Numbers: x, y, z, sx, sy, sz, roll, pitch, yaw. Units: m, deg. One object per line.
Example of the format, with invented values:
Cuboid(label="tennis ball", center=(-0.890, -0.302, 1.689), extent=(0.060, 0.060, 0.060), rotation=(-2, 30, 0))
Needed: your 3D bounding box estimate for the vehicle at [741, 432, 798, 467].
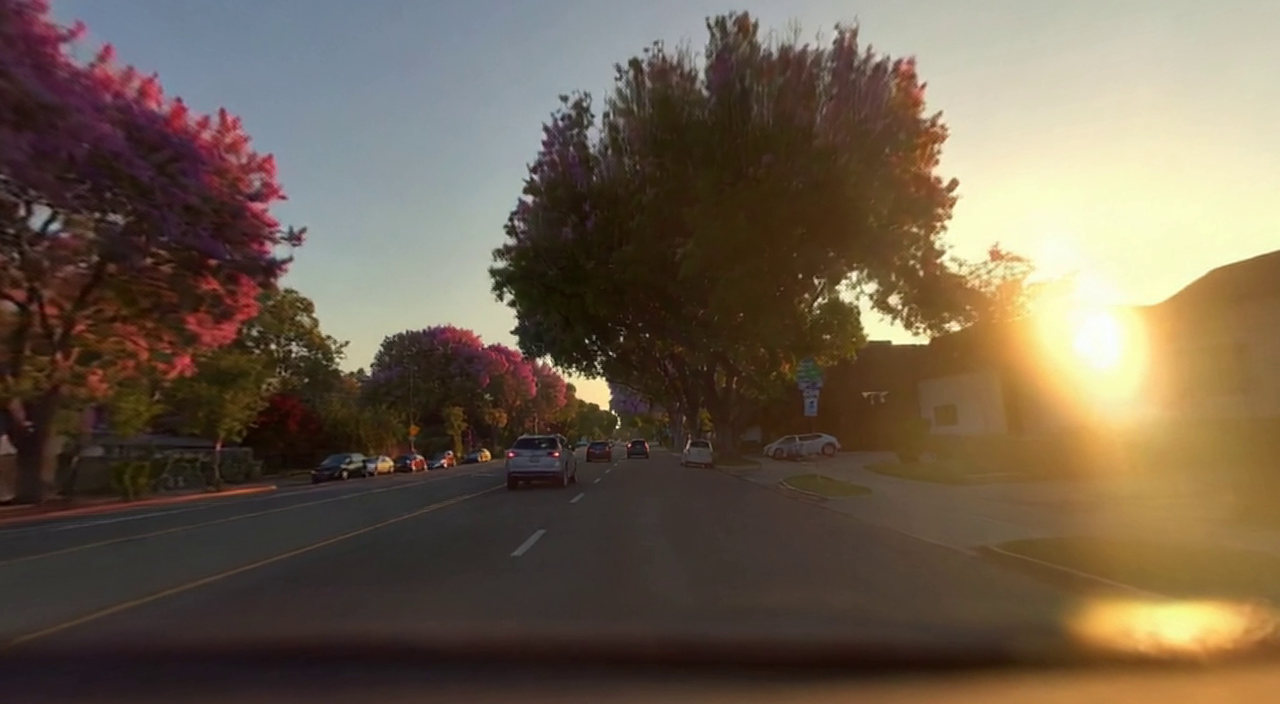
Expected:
Cuboid(label="vehicle", center=(7.335, 5.563, 36.280), extent=(2.112, 1.776, 4.555), rotation=(2, -8, -3))

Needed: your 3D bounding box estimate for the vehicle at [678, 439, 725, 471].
Cuboid(label="vehicle", center=(3.484, 5.919, 36.500), extent=(2.150, 1.655, 4.739), rotation=(0, -8, -1))

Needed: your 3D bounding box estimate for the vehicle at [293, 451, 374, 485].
Cuboid(label="vehicle", center=(-16.360, 6.180, 34.059), extent=(1.870, 1.599, 5.022), rotation=(0, -8, 0))

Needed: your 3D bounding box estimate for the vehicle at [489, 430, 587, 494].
Cuboid(label="vehicle", center=(-3.106, 3.481, 20.421), extent=(2.257, 1.751, 5.028), rotation=(0, -8, 1))

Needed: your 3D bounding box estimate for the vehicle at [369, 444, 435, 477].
Cuboid(label="vehicle", center=(-14.174, 6.461, 37.973), extent=(2.123, 1.770, 4.848), rotation=(0, -8, -1))

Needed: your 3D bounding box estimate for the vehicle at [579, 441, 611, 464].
Cuboid(label="vehicle", center=(-3.348, 7.577, 47.743), extent=(2.167, 1.634, 4.220), rotation=(0, -8, 0))

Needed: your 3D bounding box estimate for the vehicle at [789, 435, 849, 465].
Cuboid(label="vehicle", center=(10.147, 5.569, 36.104), extent=(1.777, 1.514, 4.140), rotation=(-1, -8, -6))
